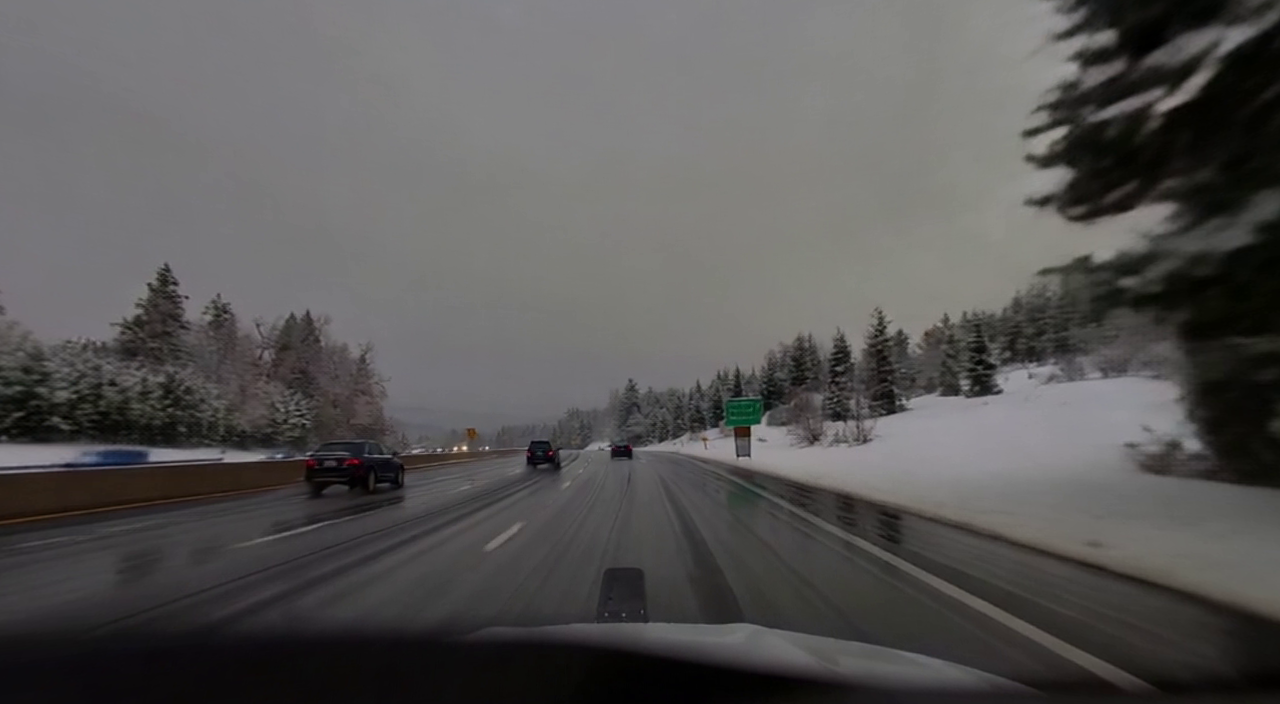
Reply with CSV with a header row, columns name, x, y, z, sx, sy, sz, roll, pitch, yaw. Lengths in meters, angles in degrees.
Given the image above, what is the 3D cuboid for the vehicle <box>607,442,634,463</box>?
name,x,y,z,sx,sy,sz,roll,pitch,yaw
vehicle,-1.413,7.174,45.105,1.881,1.460,3.694,0,-8,-2

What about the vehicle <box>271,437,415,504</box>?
name,x,y,z,sx,sy,sz,roll,pitch,yaw
vehicle,-8.019,3.200,17.528,2.086,1.628,4.039,0,-8,-1

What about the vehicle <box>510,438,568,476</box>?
name,x,y,z,sx,sy,sz,roll,pitch,yaw
vehicle,-4.552,4.786,28.985,1.991,1.610,4.606,0,-8,-1

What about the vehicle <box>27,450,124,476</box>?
name,x,y,z,sx,sy,sz,roll,pitch,yaw
vehicle,-35.813,7.006,40.200,1.829,1.479,4.742,0,-8,-2
